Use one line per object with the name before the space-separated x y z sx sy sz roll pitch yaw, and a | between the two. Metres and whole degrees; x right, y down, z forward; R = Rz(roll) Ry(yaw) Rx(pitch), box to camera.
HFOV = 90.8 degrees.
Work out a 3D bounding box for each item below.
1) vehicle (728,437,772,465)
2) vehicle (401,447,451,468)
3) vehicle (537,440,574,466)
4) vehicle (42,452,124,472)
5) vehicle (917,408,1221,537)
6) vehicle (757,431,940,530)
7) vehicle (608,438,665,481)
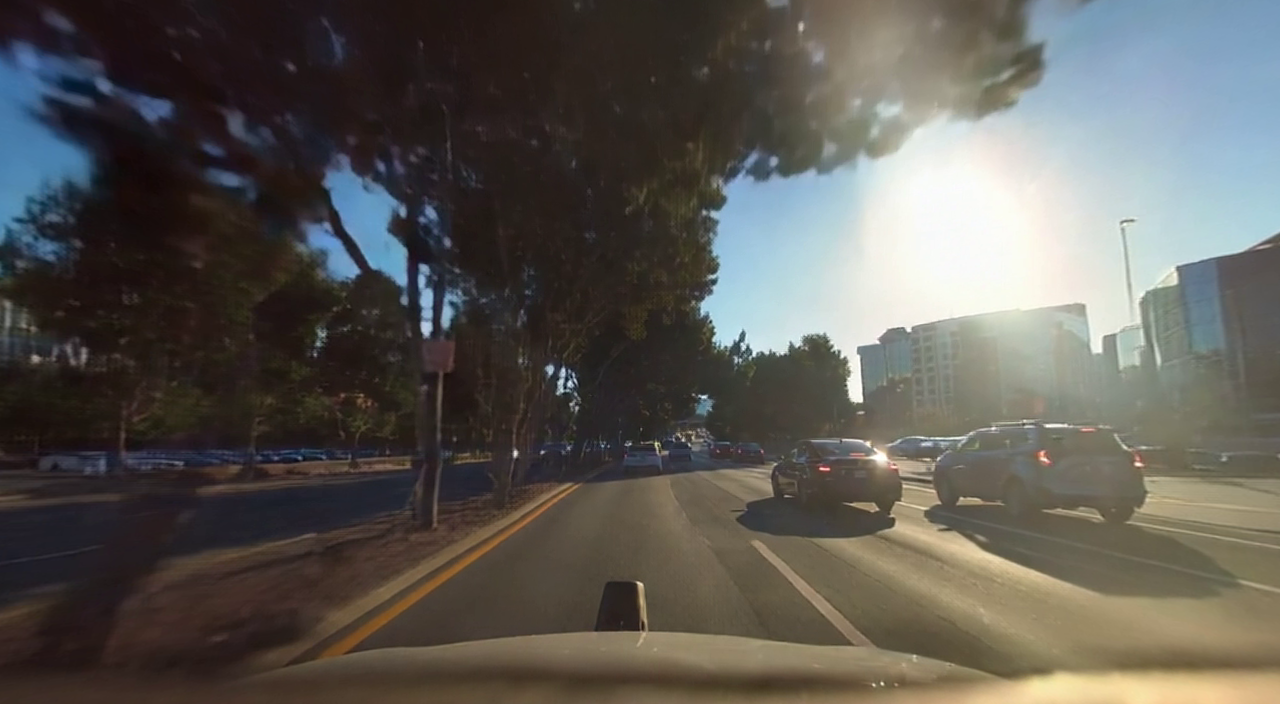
vehicle | 7.320 6.616 42.394 2.068 1.779 4.567 0 -9 -1
vehicle | -16.337 8.081 48.485 1.982 1.481 4.706 0 -9 2
vehicle | -5.577 6.722 42.171 1.887 1.582 3.915 0 -8 1
vehicle | -42.126 8.324 47.835 4.400 1.439 1.857 0 -9 0
vehicle | 7.098 2.050 11.293 2.134 1.810 4.590 0 -8 -1
vehicle | 3.529 2.242 11.639 1.858 1.466 4.230 0 -9 -1
vehicle | -0.116 4.017 23.914 1.994 1.479 3.647 0 -8 0
